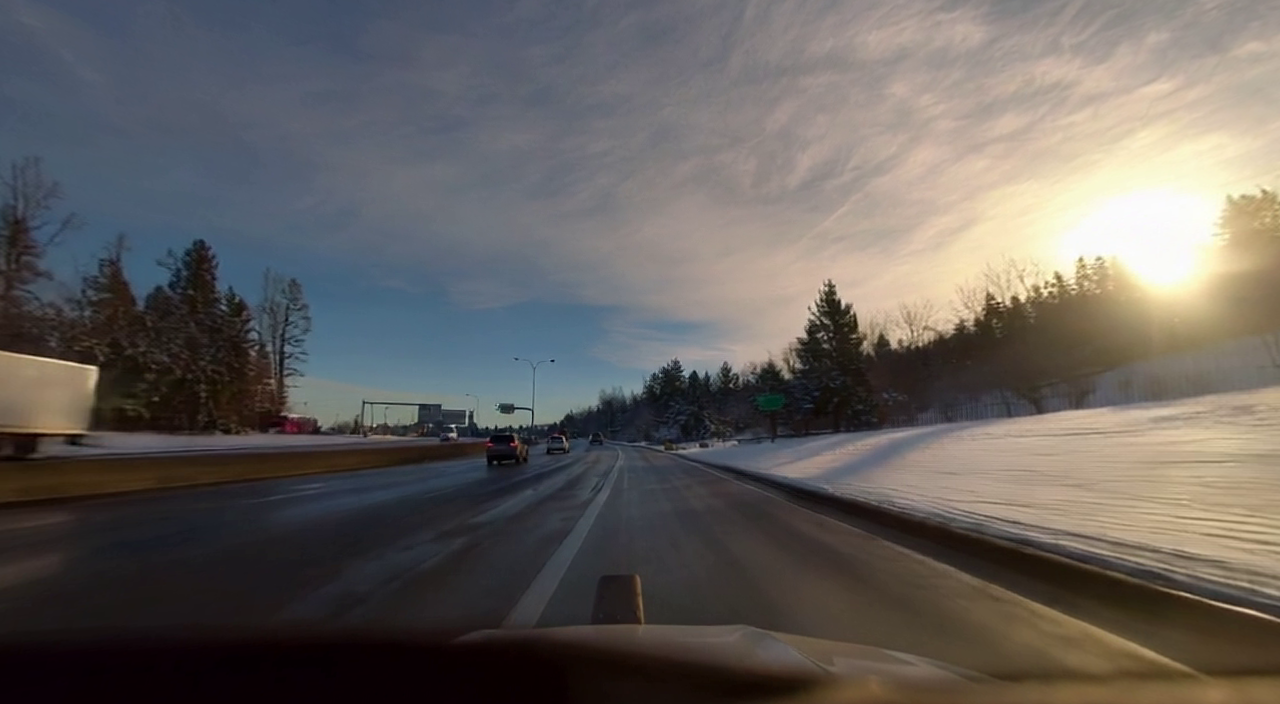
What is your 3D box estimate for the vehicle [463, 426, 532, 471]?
[{"bbox_3d":[-6.540,4.481,29.463,2.188,1.896,4.810,0,-8,-1],"label":"vehicle"}]
